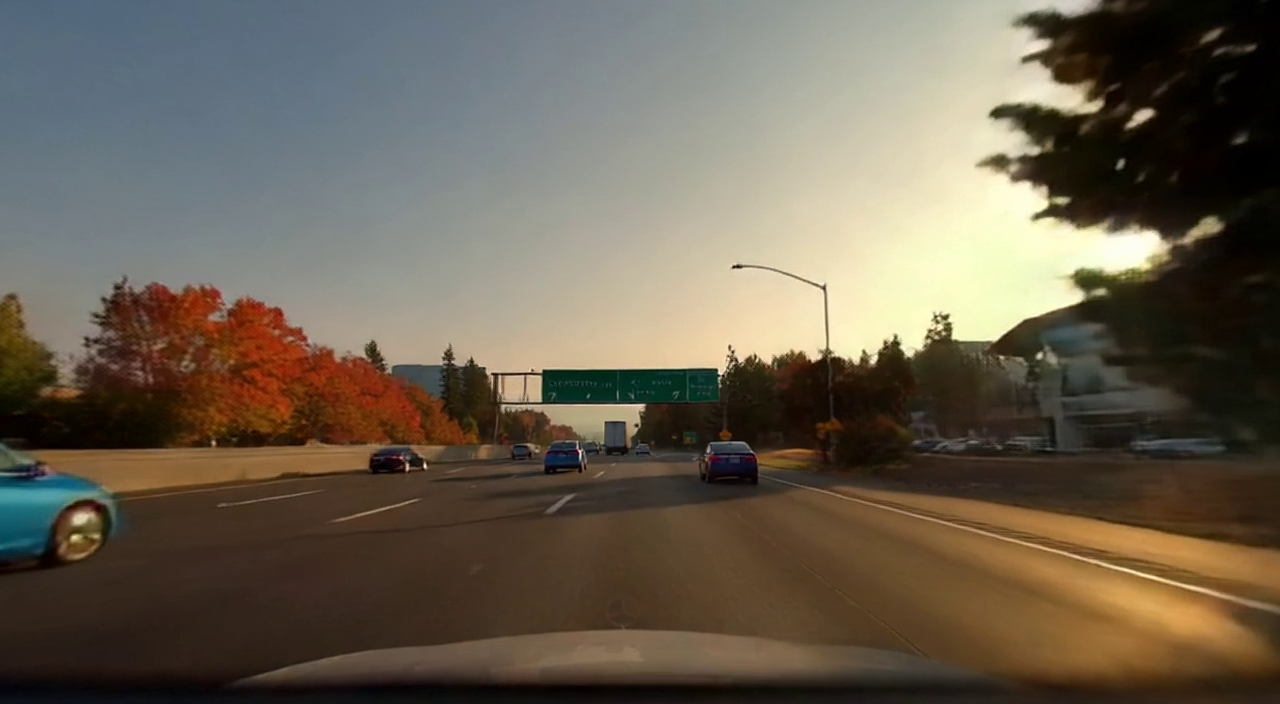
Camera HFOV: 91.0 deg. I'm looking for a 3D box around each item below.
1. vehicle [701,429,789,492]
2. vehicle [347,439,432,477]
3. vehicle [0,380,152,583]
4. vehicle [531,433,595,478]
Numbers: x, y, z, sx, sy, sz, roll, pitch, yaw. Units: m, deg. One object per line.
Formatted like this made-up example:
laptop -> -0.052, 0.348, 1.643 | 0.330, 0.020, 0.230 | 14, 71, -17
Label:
vehicle -> 3.213, 3.431, 20.192 | 2.101, 1.742, 4.495 | 1, -9, 1
vehicle -> -10.918, 4.644, 27.770 | 1.919, 1.509, 4.265 | 1, -9, 1
vehicle -> -7.061, 1.034, 4.818 | 2.314, 1.842, 5.279 | 1, -9, 1
vehicle -> -3.191, 4.395, 27.011 | 2.111, 1.742, 4.315 | 0, -9, 1
